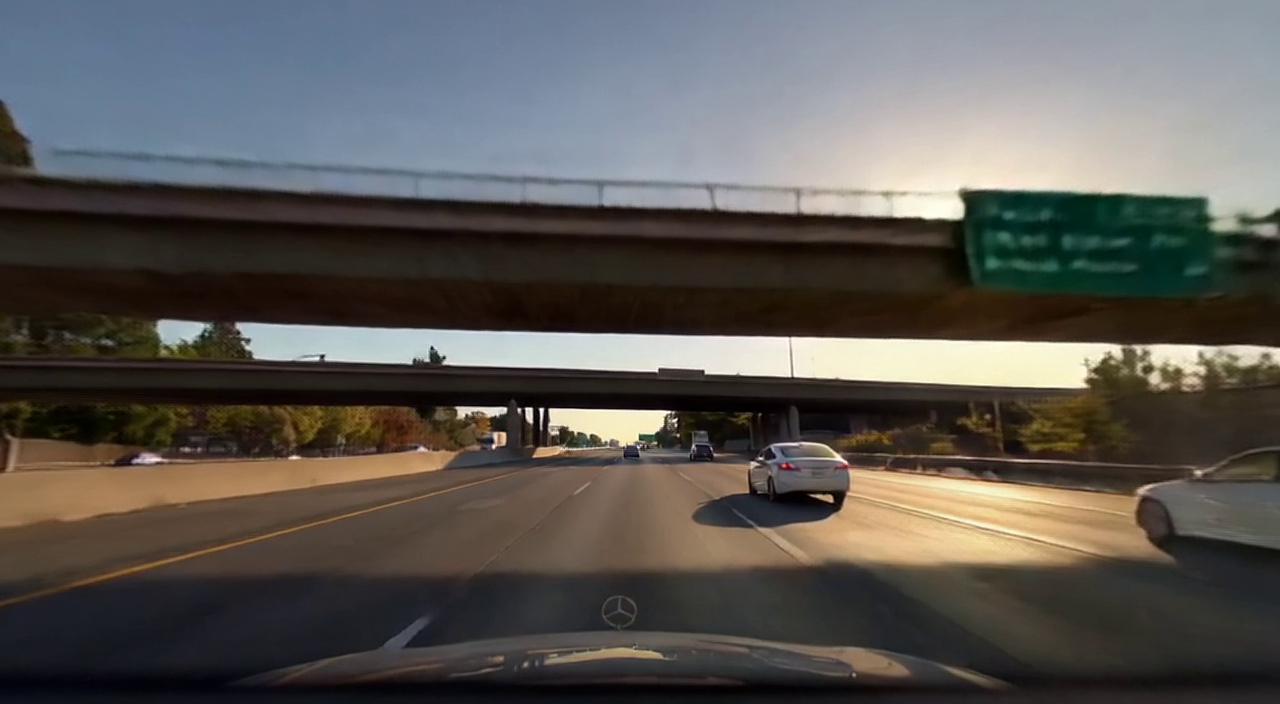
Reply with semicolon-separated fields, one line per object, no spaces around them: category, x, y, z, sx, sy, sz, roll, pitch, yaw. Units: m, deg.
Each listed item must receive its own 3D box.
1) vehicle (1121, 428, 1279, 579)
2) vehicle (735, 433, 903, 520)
vehicle;7.355;1.473;6.047;1.946;1.497;4.467;0;-8;-1
vehicle;3.423;2.484;13.173;2.076;1.472;4.562;0;-8;-1
